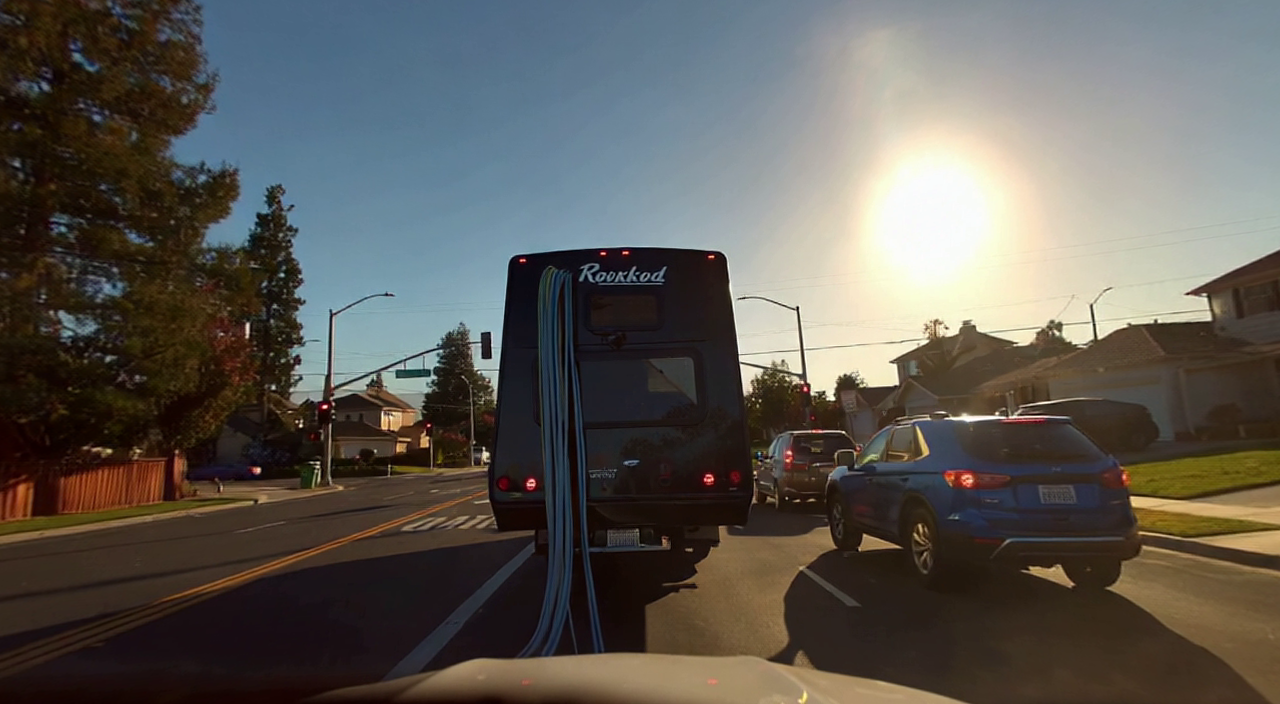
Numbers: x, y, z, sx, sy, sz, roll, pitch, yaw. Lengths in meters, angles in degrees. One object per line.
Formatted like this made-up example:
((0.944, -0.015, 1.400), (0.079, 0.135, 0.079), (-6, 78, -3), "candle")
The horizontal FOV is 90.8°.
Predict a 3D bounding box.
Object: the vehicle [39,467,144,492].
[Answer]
((-35.952, 8.337, 41.482), (4.954, 1.506, 2.014), (0, -9, -1), "vehicle")

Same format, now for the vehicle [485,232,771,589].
((-0.110, 1.113, 10.313), (2.709, 3.511, 8.213), (0, -9, 0), "vehicle")

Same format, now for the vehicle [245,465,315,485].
((-27.402, 9.359, 48.147), (4.187, 1.445, 1.809), (0, -9, 0), "vehicle")

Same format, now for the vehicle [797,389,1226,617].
((3.414, 1.489, 7.135), (2.104, 1.735, 4.408), (0, -9, 0), "vehicle")

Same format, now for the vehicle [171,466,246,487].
((-32.705, 9.408, 47.959), (4.311, 1.458, 1.707), (0, -9, -3), "vehicle")
